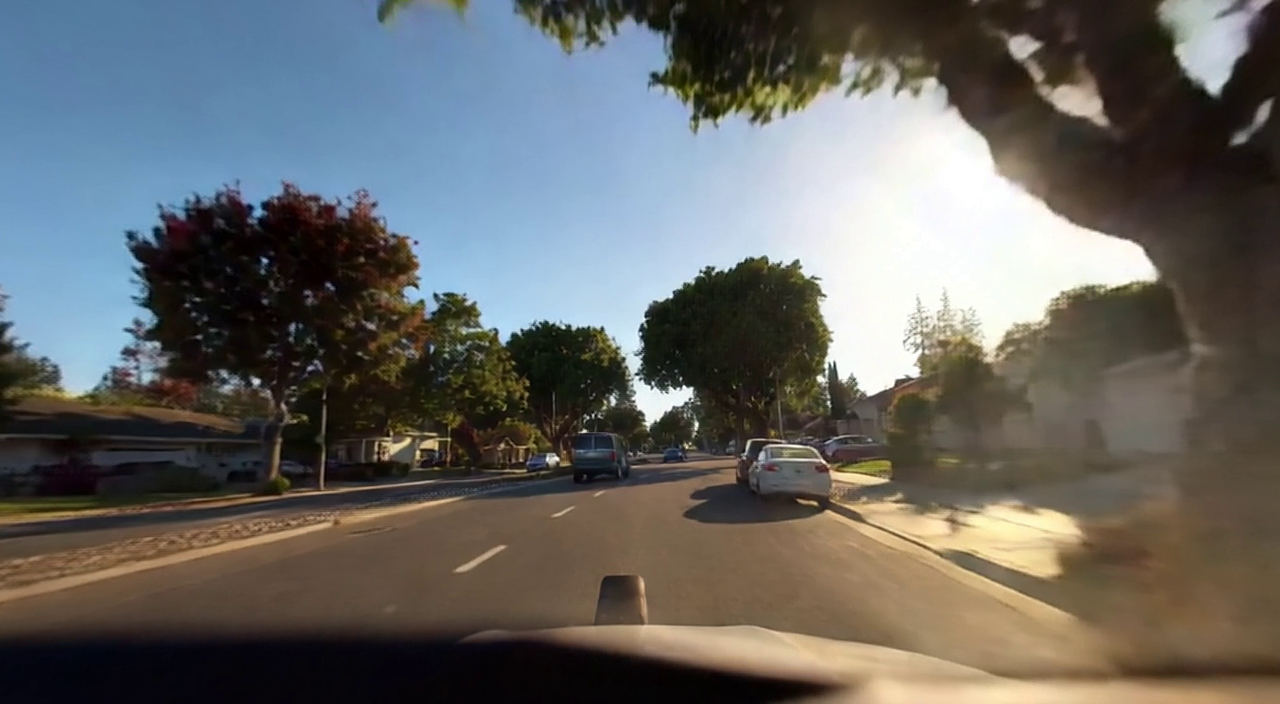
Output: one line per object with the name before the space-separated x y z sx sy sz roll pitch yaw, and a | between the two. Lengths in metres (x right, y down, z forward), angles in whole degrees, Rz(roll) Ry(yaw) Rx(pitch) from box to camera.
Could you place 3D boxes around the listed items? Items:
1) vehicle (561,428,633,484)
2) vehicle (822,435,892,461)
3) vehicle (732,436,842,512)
vehicle | -1.656 4.362 26.629 2.085 2.084 5.133 -1 -9 7
vehicle | 15.022 6.671 43.887 4.249 1.550 1.843 -4 -9 9
vehicle | 3.527 3.015 16.069 2.040 1.643 4.446 -1 -9 5
